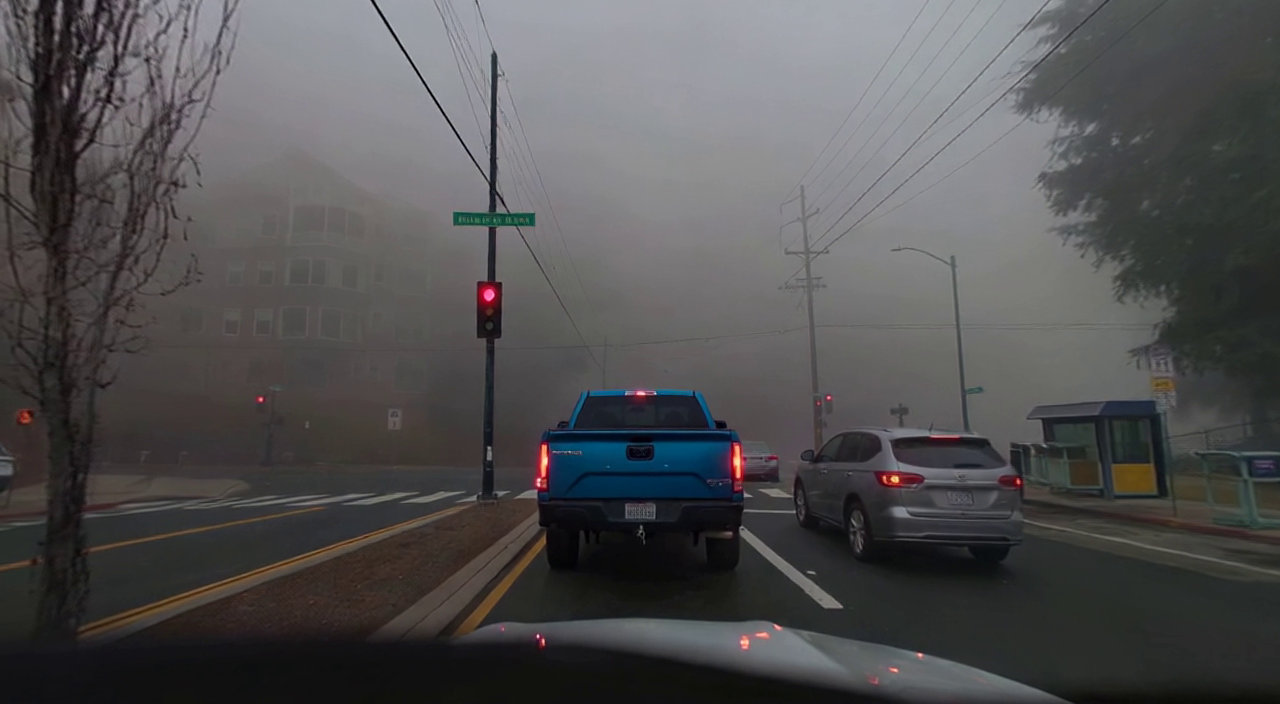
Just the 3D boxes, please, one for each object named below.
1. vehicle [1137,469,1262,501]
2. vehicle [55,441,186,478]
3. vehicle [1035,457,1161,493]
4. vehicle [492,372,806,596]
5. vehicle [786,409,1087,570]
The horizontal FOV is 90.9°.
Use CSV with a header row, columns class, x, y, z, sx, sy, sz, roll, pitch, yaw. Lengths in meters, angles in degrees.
class,x,y,z,sx,sy,sz,roll,pitch,yaw
vehicle,26.406,6.279,29.842,4.071,1.388,1.884,0,-8,1
vehicle,-24.874,5.168,30.300,4.563,1.692,1.778,0,-8,-2
vehicle,21.750,5.831,30.031,4.498,1.618,1.843,0,-8,0
vehicle,0.109,1.529,8.149,2.738,1.959,5.070,0,-8,1
vehicle,3.840,1.873,9.423,2.131,1.759,4.762,0,-8,0
